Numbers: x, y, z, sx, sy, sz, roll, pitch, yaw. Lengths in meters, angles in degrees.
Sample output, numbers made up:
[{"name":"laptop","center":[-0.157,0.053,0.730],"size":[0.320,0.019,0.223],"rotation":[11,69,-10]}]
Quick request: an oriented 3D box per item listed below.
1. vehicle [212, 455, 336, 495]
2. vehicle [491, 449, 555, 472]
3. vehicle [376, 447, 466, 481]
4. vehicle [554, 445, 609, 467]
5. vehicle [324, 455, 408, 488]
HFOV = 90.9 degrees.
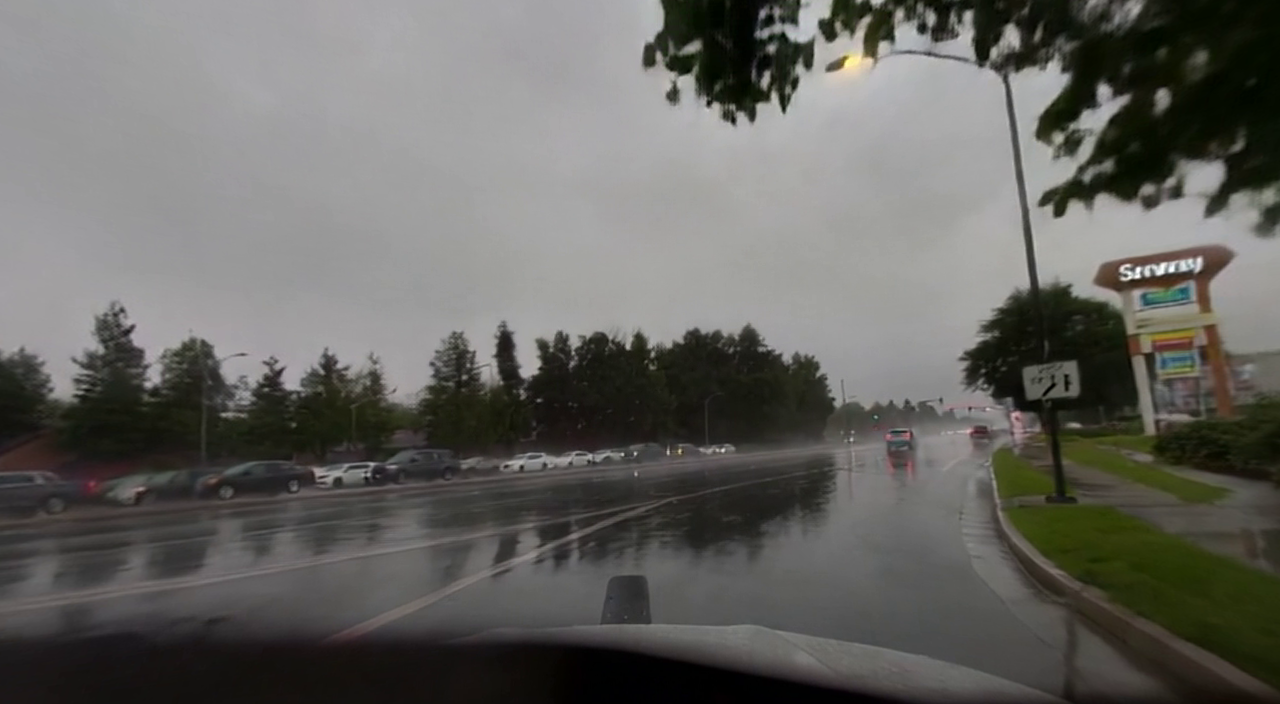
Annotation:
[{"name":"vehicle","center":[-17.120,5.746,29.732],"size":[1.876,1.642,4.600],"rotation":[-6,-10,31]},{"name":"vehicle","center":[-7.999,7.428,43.435],"size":[1.832,1.473,4.377],"rotation":[-6,-11,33]},{"name":"vehicle","center":[-12.646,6.472,36.731],"size":[1.969,1.758,4.662],"rotation":[-6,-10,32]},{"name":"vehicle","center":[-4.513,8.128,49.147],"size":[1.851,1.450,4.396],"rotation":[-13,-14,31]},{"name":"vehicle","center":[-17.767,7.722,41.085],"size":[2.123,1.897,4.580],"rotation":[-6,-10,31]}]
